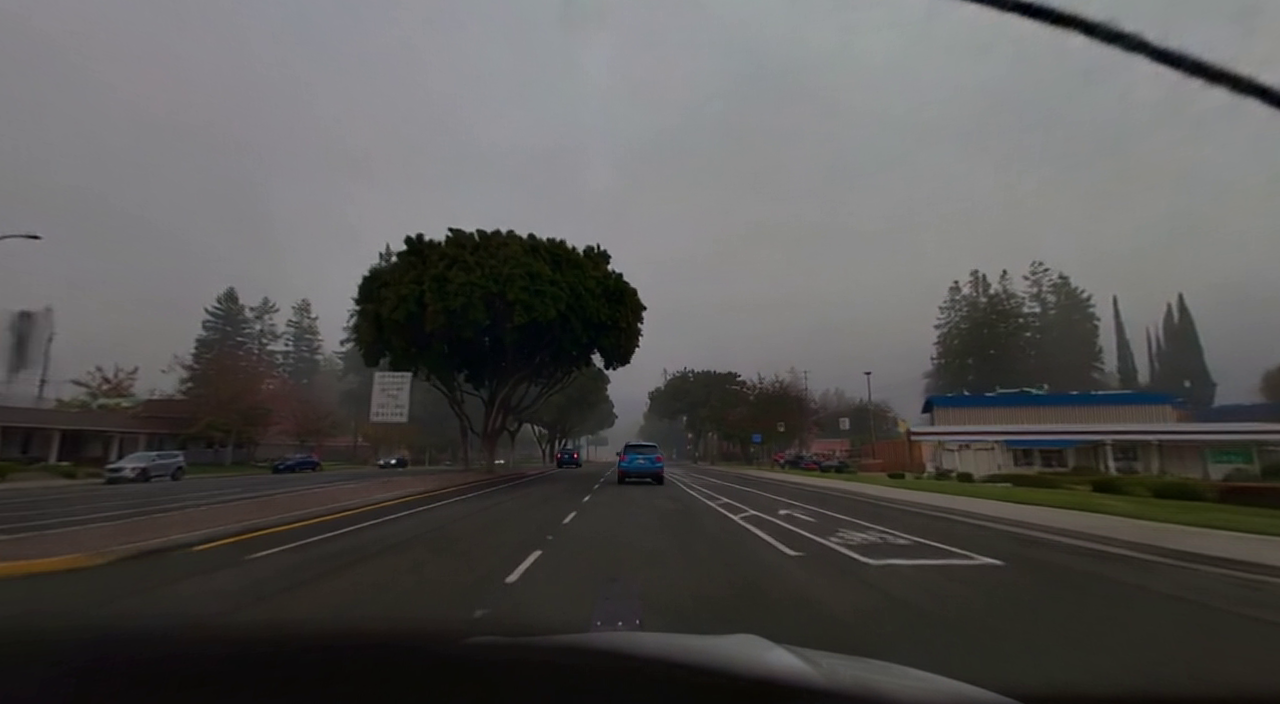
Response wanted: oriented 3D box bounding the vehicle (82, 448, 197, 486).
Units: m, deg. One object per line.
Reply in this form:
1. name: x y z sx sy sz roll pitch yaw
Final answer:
1. vehicle: -26.217 6.012 33.390 2.111 1.839 4.932 0 -9 -2

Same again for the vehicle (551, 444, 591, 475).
1. vehicle: -4.466 7.038 41.657 2.202 1.856 4.516 0 -8 -1

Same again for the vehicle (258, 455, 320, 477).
1. vehicle: -26.851 8.726 48.516 1.955 1.540 5.041 0 -9 -1

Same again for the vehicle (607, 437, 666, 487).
1. vehicle: -0.197 4.640 27.093 2.273 1.909 5.075 0 -9 -1
